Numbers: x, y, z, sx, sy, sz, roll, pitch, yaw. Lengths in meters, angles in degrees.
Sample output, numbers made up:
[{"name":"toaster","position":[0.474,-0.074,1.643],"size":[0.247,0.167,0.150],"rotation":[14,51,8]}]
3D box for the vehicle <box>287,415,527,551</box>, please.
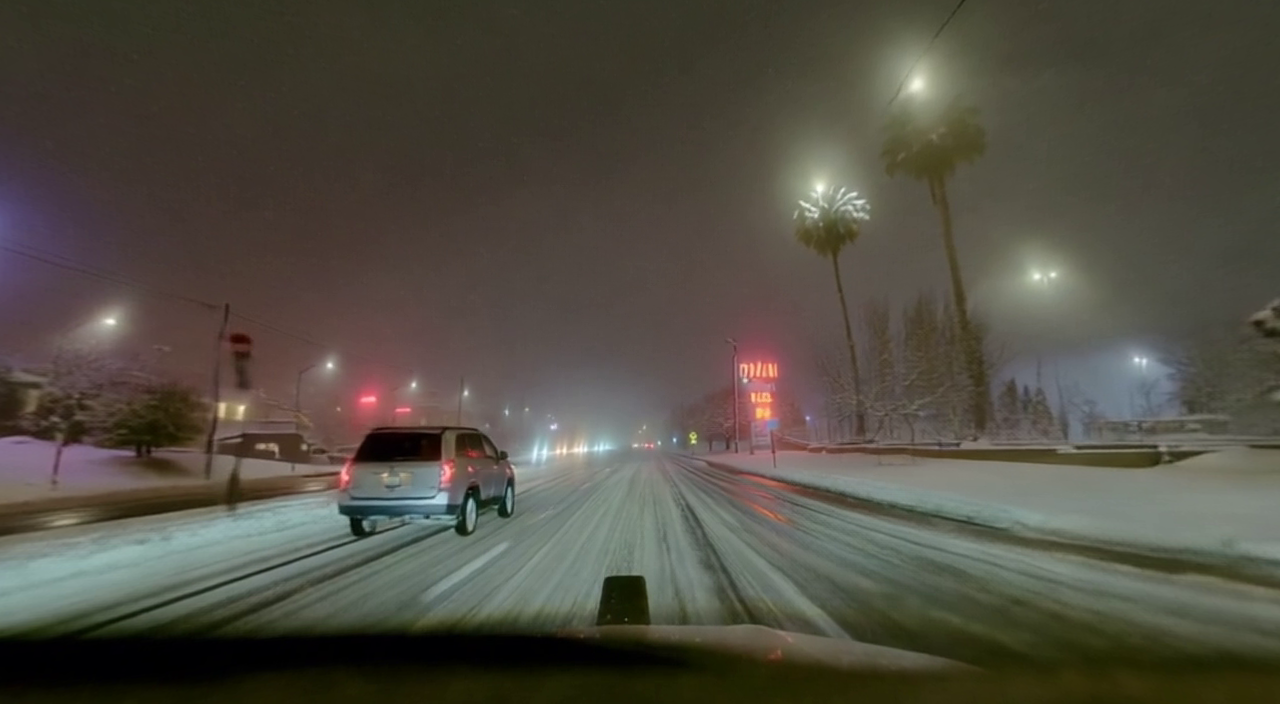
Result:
[{"name":"vehicle","position":[-3.377,1.992,10.354],"size":[2.062,1.693,4.669],"rotation":[0,-8,1]}]
